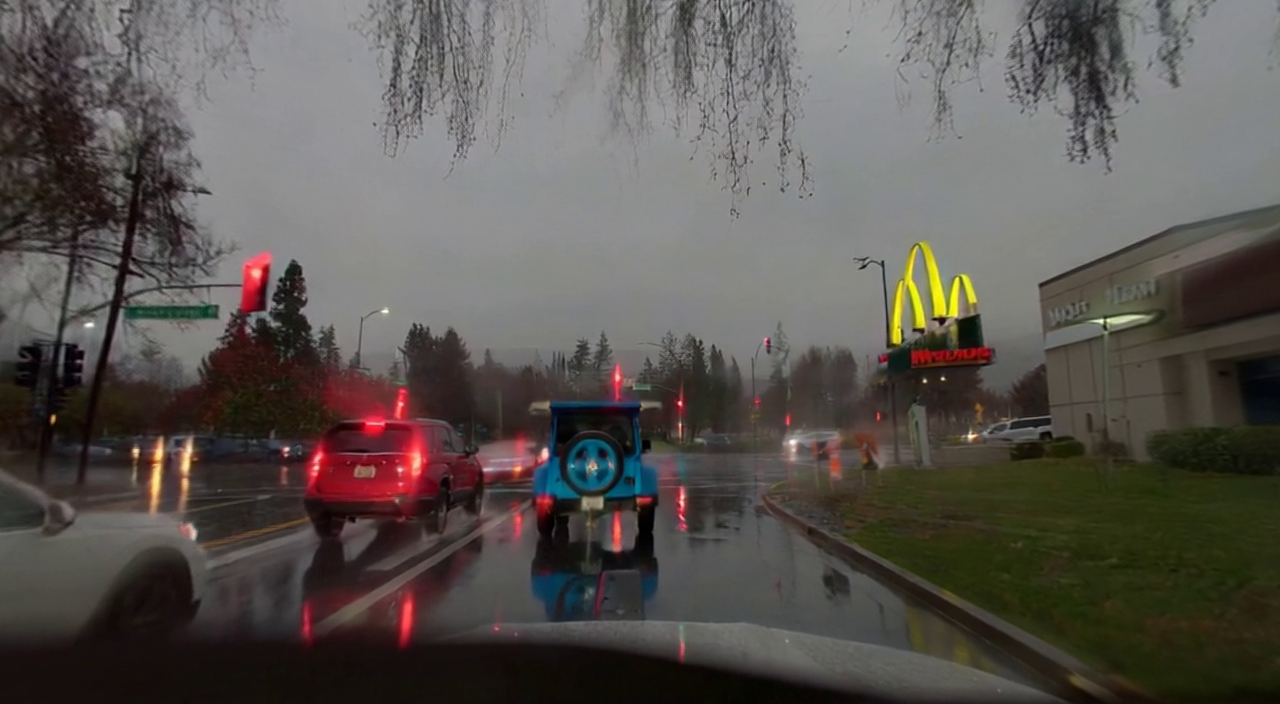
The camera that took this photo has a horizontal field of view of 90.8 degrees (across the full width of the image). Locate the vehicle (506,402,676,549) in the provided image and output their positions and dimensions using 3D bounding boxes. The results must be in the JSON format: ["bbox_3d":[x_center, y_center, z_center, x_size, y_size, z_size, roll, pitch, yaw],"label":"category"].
[{"bbox_3d":[-0.724,1.970,10.736,2.224,1.923,4.643,0,-8,-2],"label":"vehicle"}]

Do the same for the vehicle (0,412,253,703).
[{"bbox_3d":[-3.885,0.955,2.429,1.941,1.479,4.541,0,-8,-1],"label":"vehicle"}]

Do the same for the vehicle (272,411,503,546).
[{"bbox_3d":[-3.947,2.065,10.942,2.130,1.819,4.497,0,-8,0],"label":"vehicle"}]
